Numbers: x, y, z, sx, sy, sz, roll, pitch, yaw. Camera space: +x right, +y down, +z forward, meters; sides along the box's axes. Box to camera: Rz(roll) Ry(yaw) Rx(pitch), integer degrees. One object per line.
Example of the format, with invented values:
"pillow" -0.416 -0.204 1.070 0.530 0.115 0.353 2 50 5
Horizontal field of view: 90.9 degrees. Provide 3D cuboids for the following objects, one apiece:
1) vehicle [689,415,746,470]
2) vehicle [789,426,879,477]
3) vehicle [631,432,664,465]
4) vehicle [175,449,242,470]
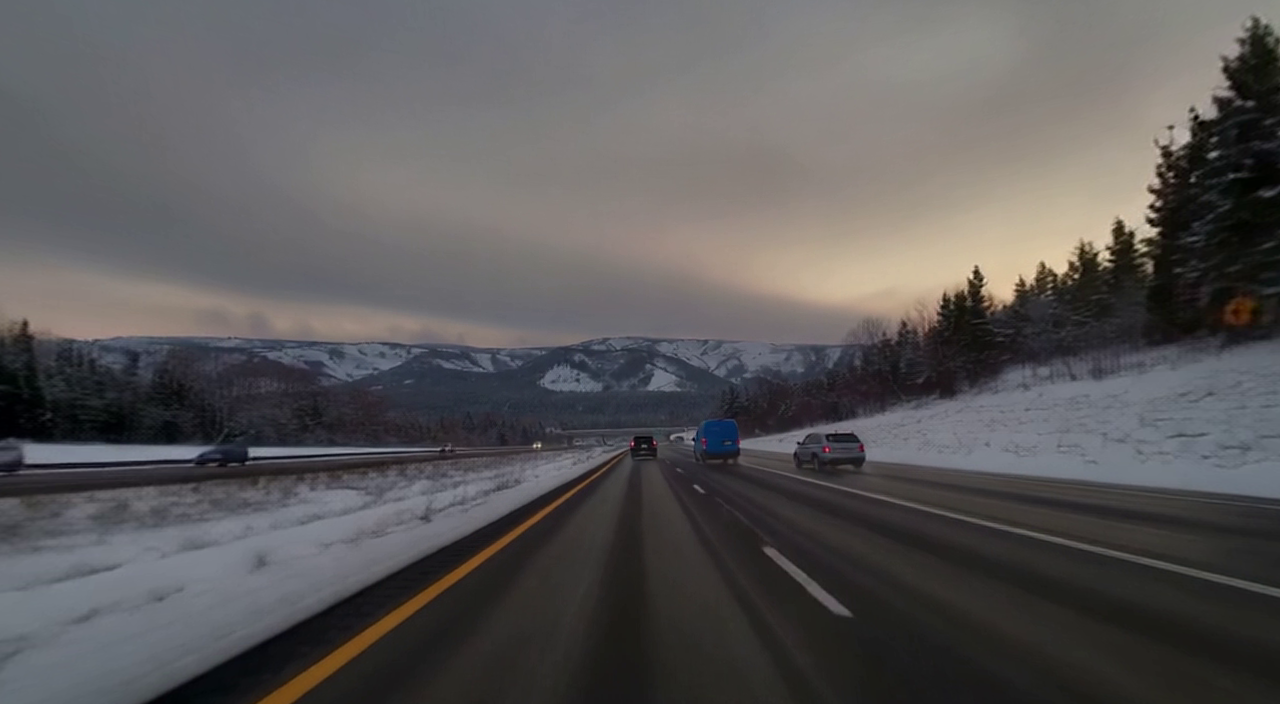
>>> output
"vehicle" 4.044 4.904 34.235 2.302 2.670 6.176 0 -8 0
"vehicle" 8.089 4.213 26.892 2.240 1.925 4.854 0 -8 0
"vehicle" 0.487 6.703 43.921 2.131 2.122 4.473 0 -8 0
"vehicle" -31.879 7.909 46.765 1.795 1.448 4.524 0 -8 0
